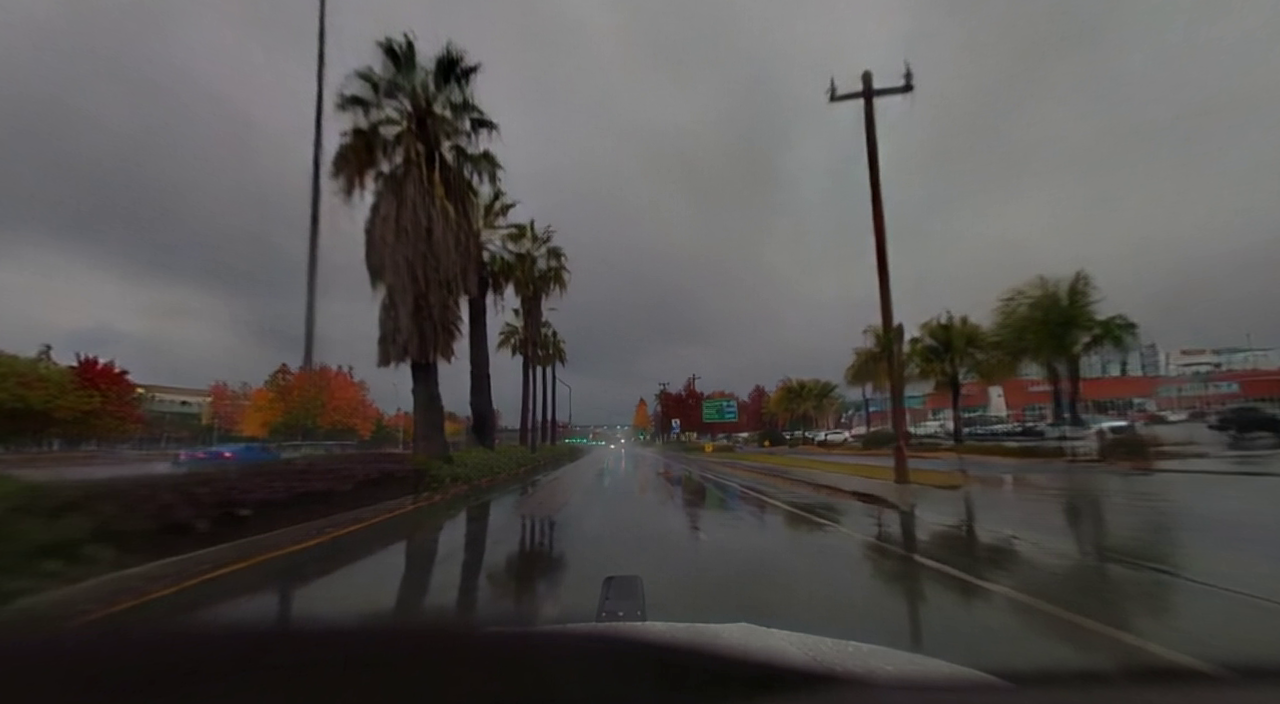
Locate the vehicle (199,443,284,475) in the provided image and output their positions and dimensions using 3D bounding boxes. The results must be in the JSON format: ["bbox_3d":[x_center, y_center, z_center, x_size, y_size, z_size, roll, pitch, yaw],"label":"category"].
[{"bbox_3d":[-22.714,6.085,36.131,1.994,1.652,4.570,1,-9,-3],"label":"vehicle"}]

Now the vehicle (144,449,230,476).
[{"bbox_3d":[-26.534,6.463,37.112,1.915,1.485,4.389,1,-9,-2],"label":"vehicle"}]
